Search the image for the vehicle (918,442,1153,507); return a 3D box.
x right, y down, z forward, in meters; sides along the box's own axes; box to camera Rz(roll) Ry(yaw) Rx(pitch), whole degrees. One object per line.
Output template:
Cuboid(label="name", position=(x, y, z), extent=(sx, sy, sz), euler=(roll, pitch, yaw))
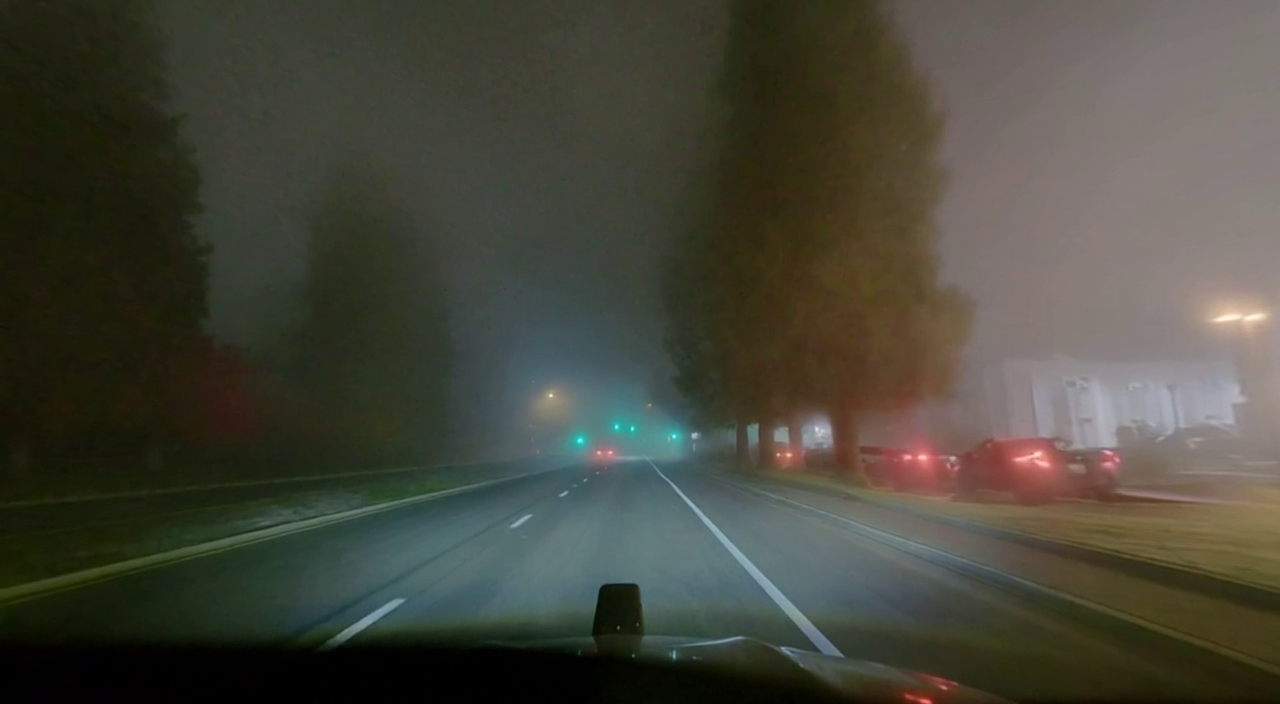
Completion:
Cuboid(label="vehicle", position=(9.637, 2.972, 15.658), extent=(4.466, 1.440, 2.091), euler=(0, -9, -5))
